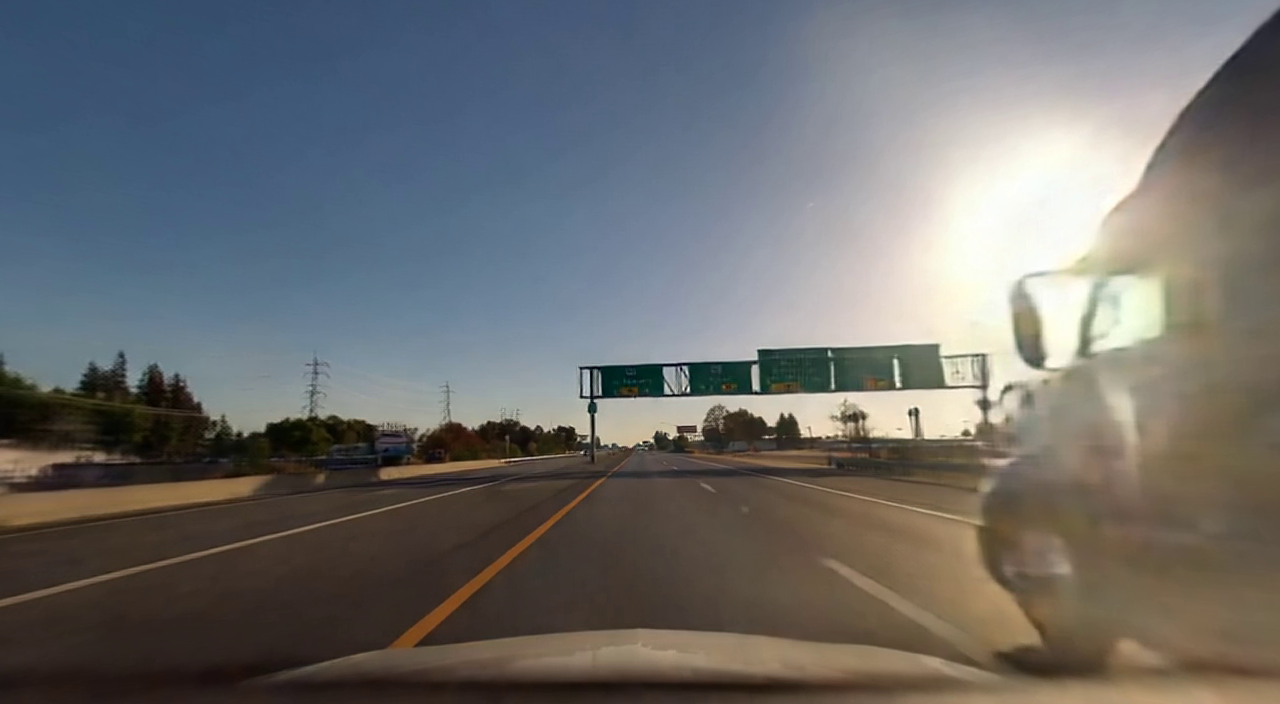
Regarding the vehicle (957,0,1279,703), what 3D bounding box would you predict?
[{"bbox_3d":[4.055,-0.326,1.958,2.974,3.950,5.747,0,-9,0],"label":"vehicle"}]
